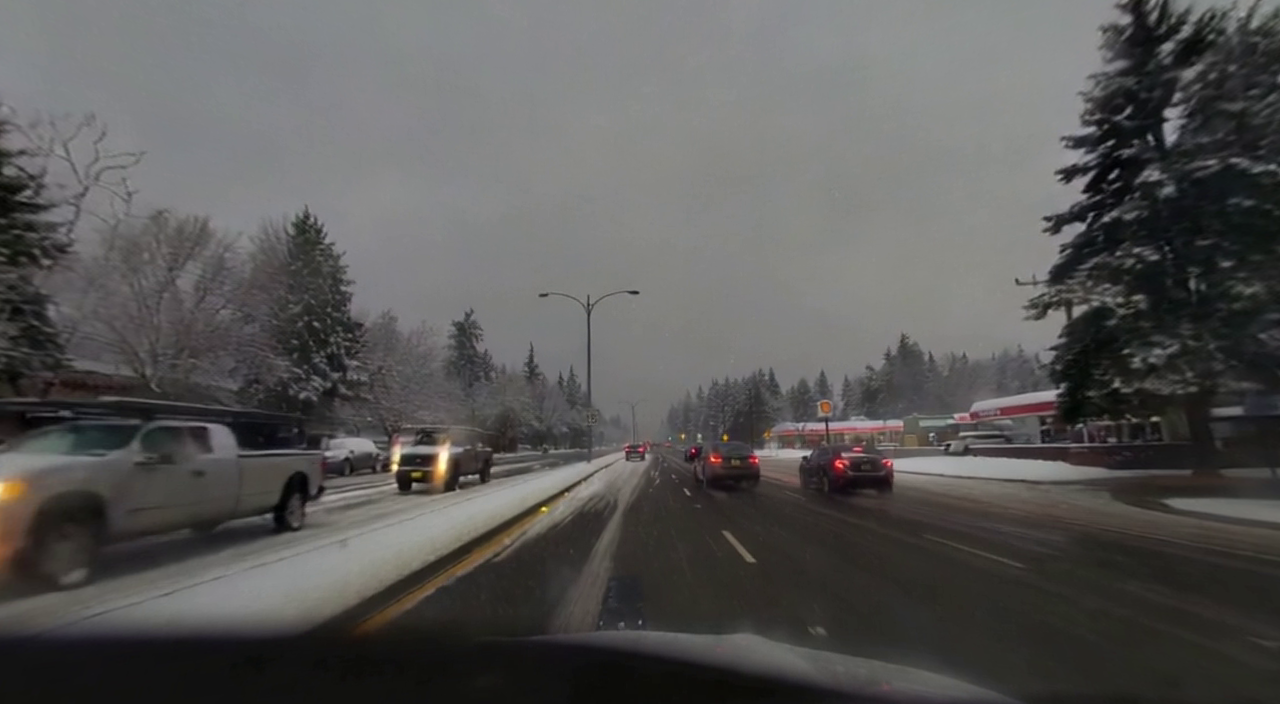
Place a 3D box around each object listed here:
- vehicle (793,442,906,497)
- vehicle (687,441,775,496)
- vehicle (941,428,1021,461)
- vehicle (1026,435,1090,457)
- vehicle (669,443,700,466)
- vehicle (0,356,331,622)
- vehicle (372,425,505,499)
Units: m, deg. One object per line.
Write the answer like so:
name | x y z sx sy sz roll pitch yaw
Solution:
vehicle | 6.277 3.531 19.421 1.918 1.484 4.456 0 -8 -1
vehicle | 2.668 3.513 19.501 1.971 1.479 4.493 0 -8 -1
vehicle | 23.763 6.507 44.093 2.152 2.069 6.067 -1 -8 -1
vehicle | 29.224 6.584 44.044 1.933 1.463 4.033 0 -8 4
vehicle | 3.086 7.220 44.345 1.877 1.502 3.958 0 -8 0
vehicle | -5.669 1.307 6.704 2.187 1.868 5.181 -1 -8 -1
vehicle | -5.496 3.068 18.012 2.016 1.770 5.300 0 -8 0
